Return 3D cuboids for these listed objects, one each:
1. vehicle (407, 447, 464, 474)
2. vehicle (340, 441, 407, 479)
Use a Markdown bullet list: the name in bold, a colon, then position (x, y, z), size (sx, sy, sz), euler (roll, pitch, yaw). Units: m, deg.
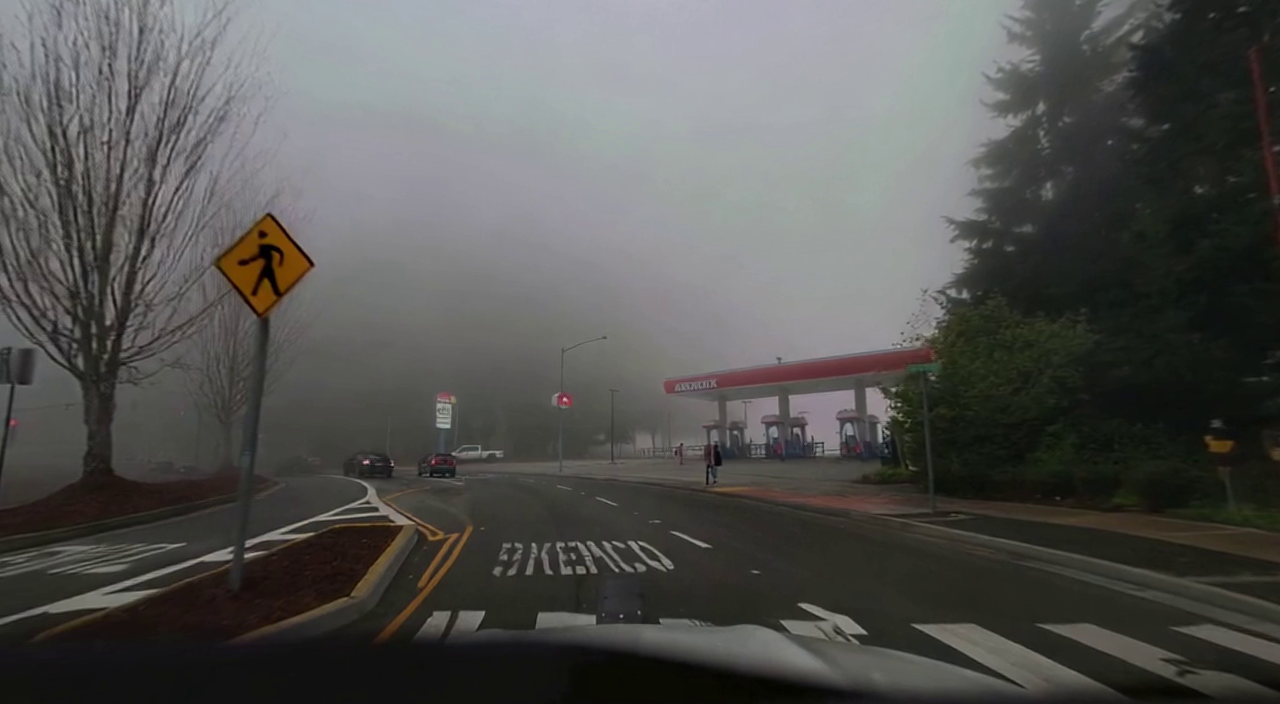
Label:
- **vehicle**: position (-15.077, 7.917, 46.163), size (2.202, 1.822, 4.826), euler (7, -11, -40)
- **vehicle**: position (-15.412, 6.137, 36.215), size (2.254, 2.006, 4.766), euler (7, -11, -37)
